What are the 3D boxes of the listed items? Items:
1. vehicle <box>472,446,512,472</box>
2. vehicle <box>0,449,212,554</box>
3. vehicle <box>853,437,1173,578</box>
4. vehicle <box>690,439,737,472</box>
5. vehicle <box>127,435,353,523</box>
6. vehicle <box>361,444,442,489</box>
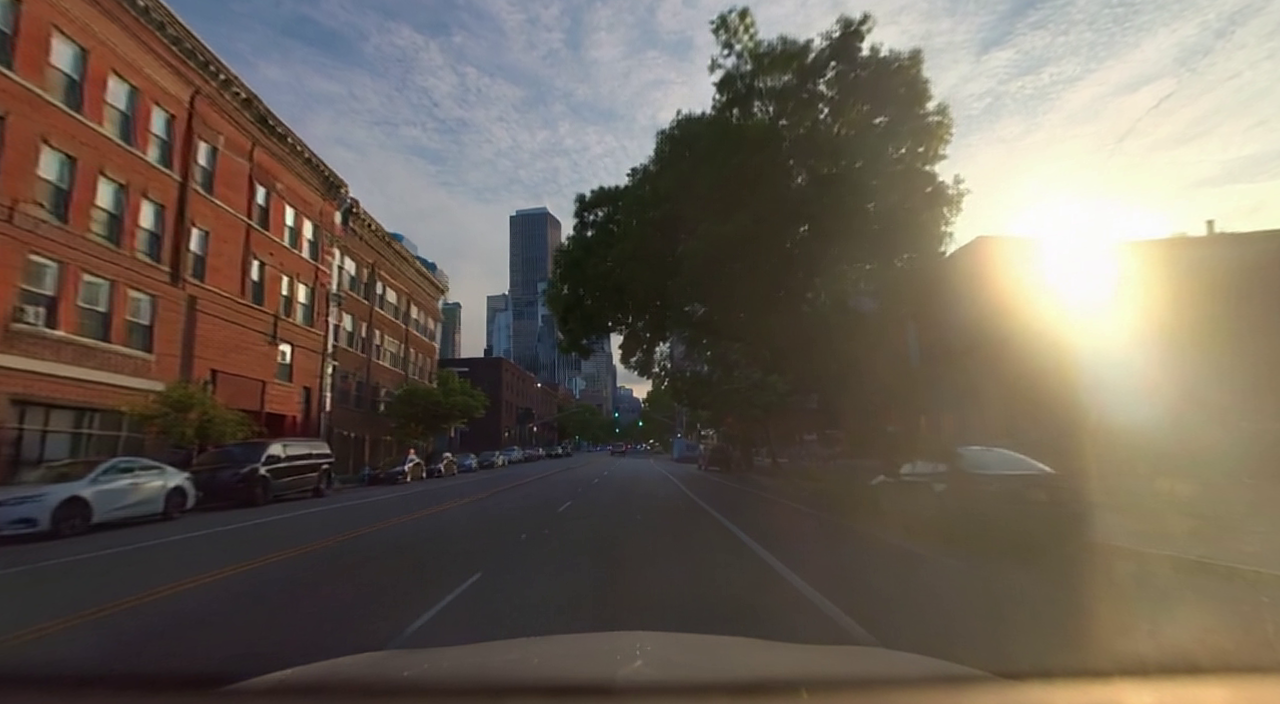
[{"bbox_3d":[-11.396,8.288,48.850,2.039,1.770,4.445,-3,-10,-1],"label":"vehicle"},{"bbox_3d":[-11.022,2.784,12.404,1.992,1.629,4.773,-3,-9,-1],"label":"vehicle"},{"bbox_3d":[4.892,2.065,9.295,1.929,1.522,4.543,0,-9,0],"label":"vehicle"},{"bbox_3d":[4.525,6.500,39.733,2.237,1.908,5.320,1,-9,-1],"label":"vehicle"},{"bbox_3d":[-10.931,3.515,18.194,2.574,1.922,6.292,-3,-9,-1],"label":"vehicle"},{"bbox_3d":[-11.397,5.479,30.629,1.970,1.828,5.519,-3,-9,-2],"label":"vehicle"}]
